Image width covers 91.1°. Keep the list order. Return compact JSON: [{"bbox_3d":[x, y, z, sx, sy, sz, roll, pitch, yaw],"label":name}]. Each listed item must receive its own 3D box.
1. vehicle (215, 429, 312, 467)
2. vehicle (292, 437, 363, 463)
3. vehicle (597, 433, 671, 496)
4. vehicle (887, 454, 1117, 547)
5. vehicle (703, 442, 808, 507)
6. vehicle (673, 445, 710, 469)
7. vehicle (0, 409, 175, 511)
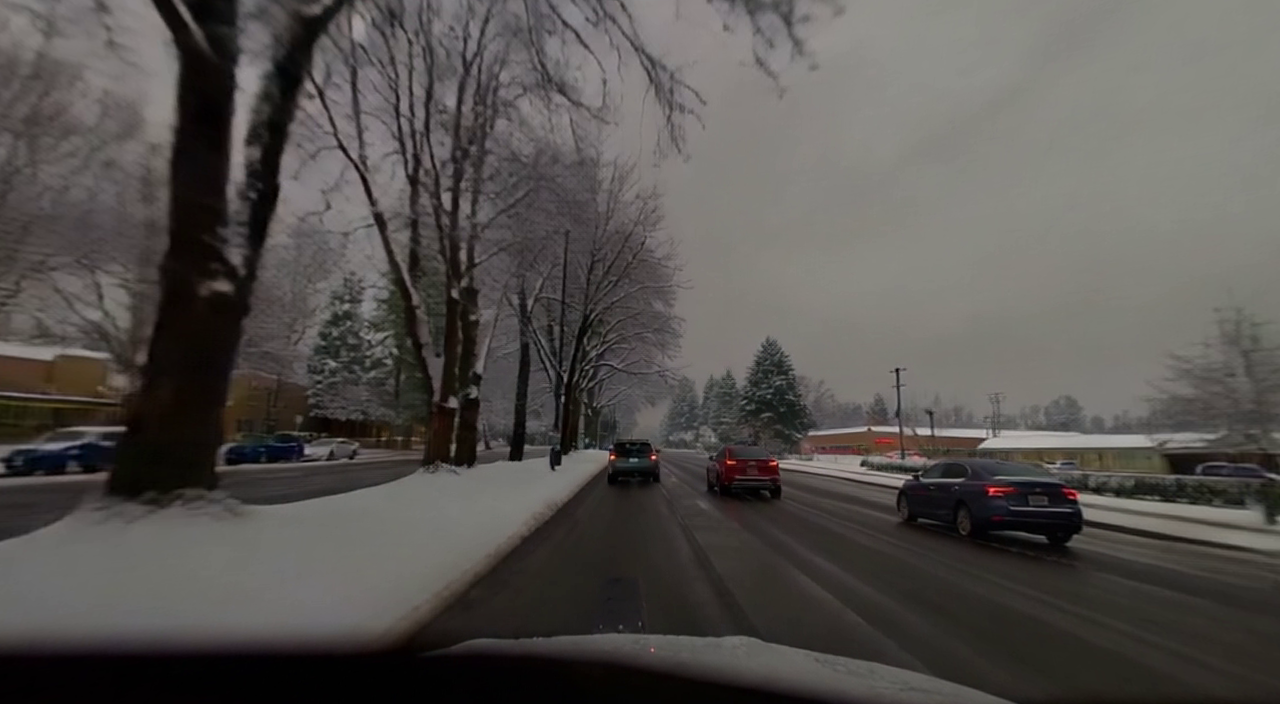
[{"bbox_3d":[-19.091,4.896,32.142,1.903,1.768,4.985,0,-9,0],"label":"vehicle"},{"bbox_3d":[-18.934,5.961,38.314,1.851,1.477,4.891,0,-9,-1],"label":"vehicle"},{"bbox_3d":[-0.166,3.367,19.126,2.008,1.674,4.239,0,-8,0],"label":"vehicle"},{"bbox_3d":[6.805,2.788,12.488,1.944,1.458,4.268,0,-9,-1],"label":"vehicle"},{"bbox_3d":[2.905,3.177,16.771,1.932,1.510,4.168,0,-9,-1],"label":"vehicle"},{"bbox_3d":[3.286,6.830,41.028,2.012,1.462,4.163,0,-9,-1],"label":"vehicle"},{"bbox_3d":[-11.273,2.065,12.286,2.161,1.642,4.587,3,-9,-20],"label":"vehicle"}]
